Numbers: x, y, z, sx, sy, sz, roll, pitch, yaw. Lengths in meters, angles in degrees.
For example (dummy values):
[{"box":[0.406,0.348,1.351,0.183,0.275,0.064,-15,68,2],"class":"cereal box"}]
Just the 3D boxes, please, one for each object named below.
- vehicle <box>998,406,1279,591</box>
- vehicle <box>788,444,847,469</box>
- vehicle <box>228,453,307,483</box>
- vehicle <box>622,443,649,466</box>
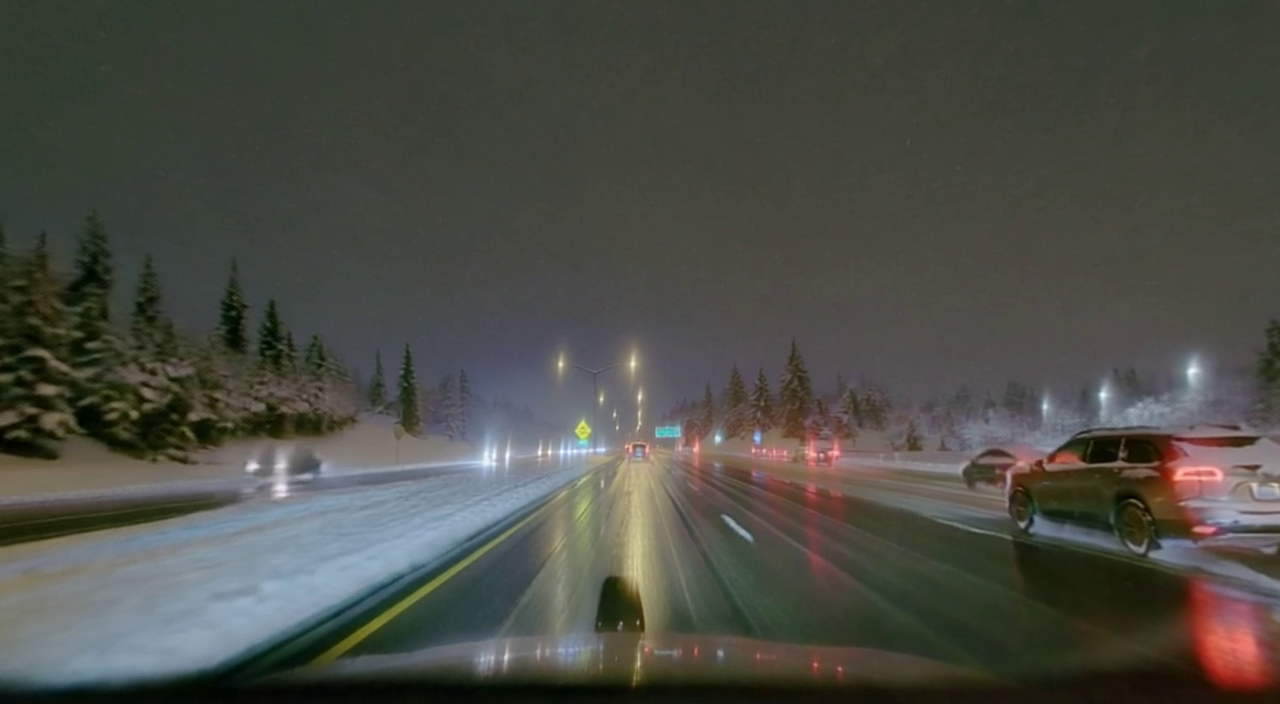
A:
[{"box":[6.849,1.654,7.878,2.027,1.679,4.543,0,-9,-1],"class":"vehicle"},{"box":[11.184,6.617,40.167,2.194,1.489,5.141,0,-9,-1],"class":"vehicle"},{"box":[-18.267,5.697,31.146,1.643,1.387,3.634,-1,-10,0],"class":"vehicle"},{"box":[-0.381,7.855,48.664,1.864,1.566,4.446,0,-8,-3],"class":"vehicle"}]
